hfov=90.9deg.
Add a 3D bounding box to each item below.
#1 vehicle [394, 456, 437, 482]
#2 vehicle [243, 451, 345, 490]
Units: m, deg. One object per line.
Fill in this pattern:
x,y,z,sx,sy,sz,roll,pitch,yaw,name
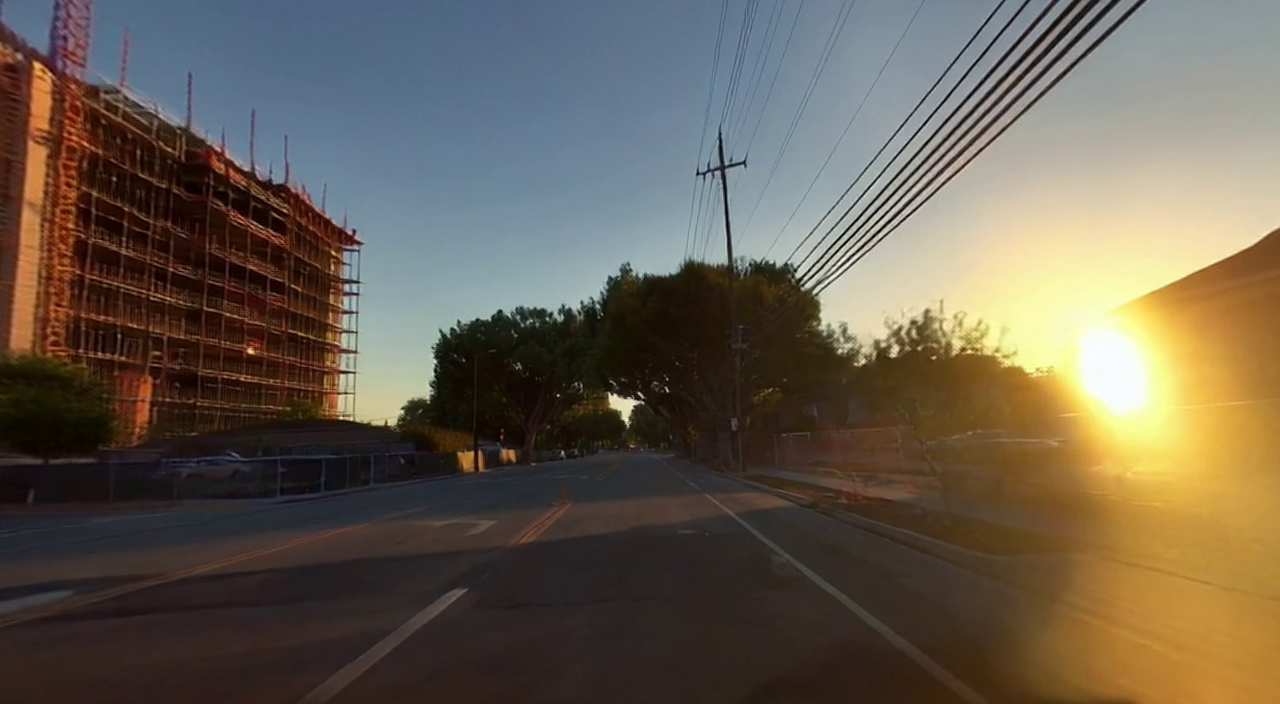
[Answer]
-15.566,8.059,43.519,2.002,1.683,4.664,5,-11,-28,vehicle
-20.224,6.963,37.018,4.712,1.927,2.237,-3,-10,0,vehicle
